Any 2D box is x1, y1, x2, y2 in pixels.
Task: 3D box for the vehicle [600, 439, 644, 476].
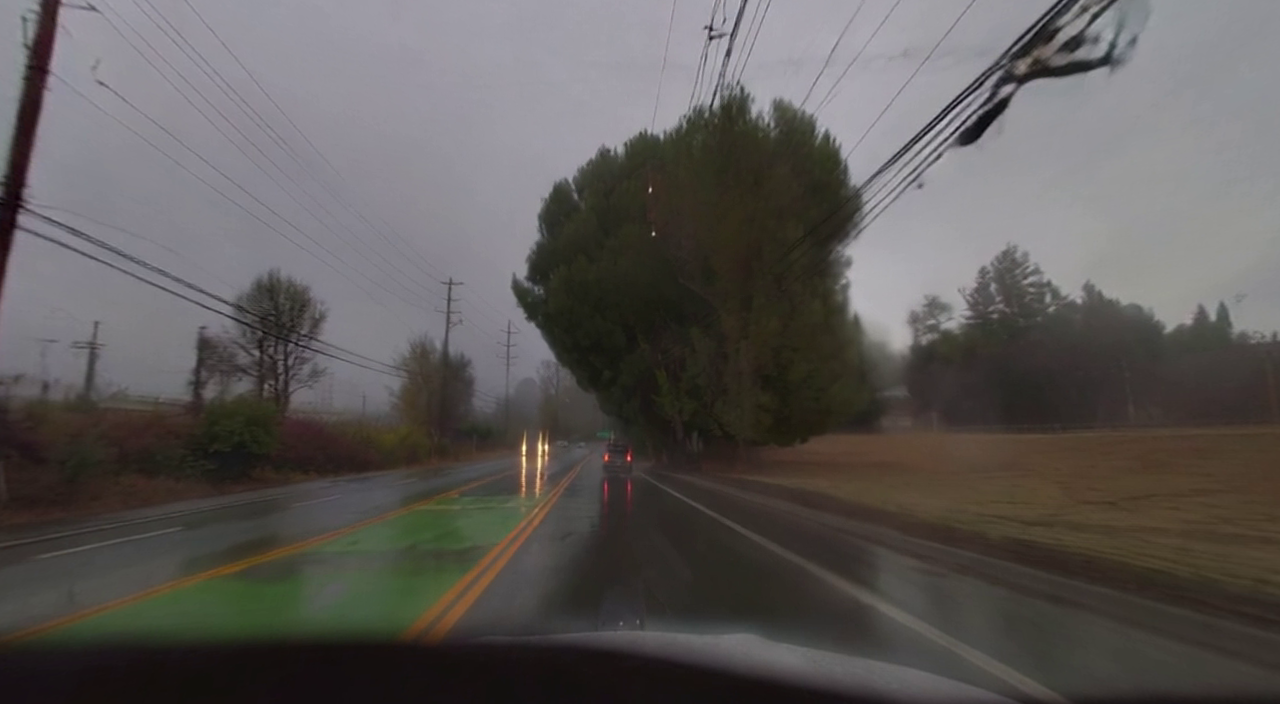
[{"bbox_3d":[-1.046,5.528,33.225,2.140,1.767,4.720,0,-9,-4],"label":"vehicle"}]
